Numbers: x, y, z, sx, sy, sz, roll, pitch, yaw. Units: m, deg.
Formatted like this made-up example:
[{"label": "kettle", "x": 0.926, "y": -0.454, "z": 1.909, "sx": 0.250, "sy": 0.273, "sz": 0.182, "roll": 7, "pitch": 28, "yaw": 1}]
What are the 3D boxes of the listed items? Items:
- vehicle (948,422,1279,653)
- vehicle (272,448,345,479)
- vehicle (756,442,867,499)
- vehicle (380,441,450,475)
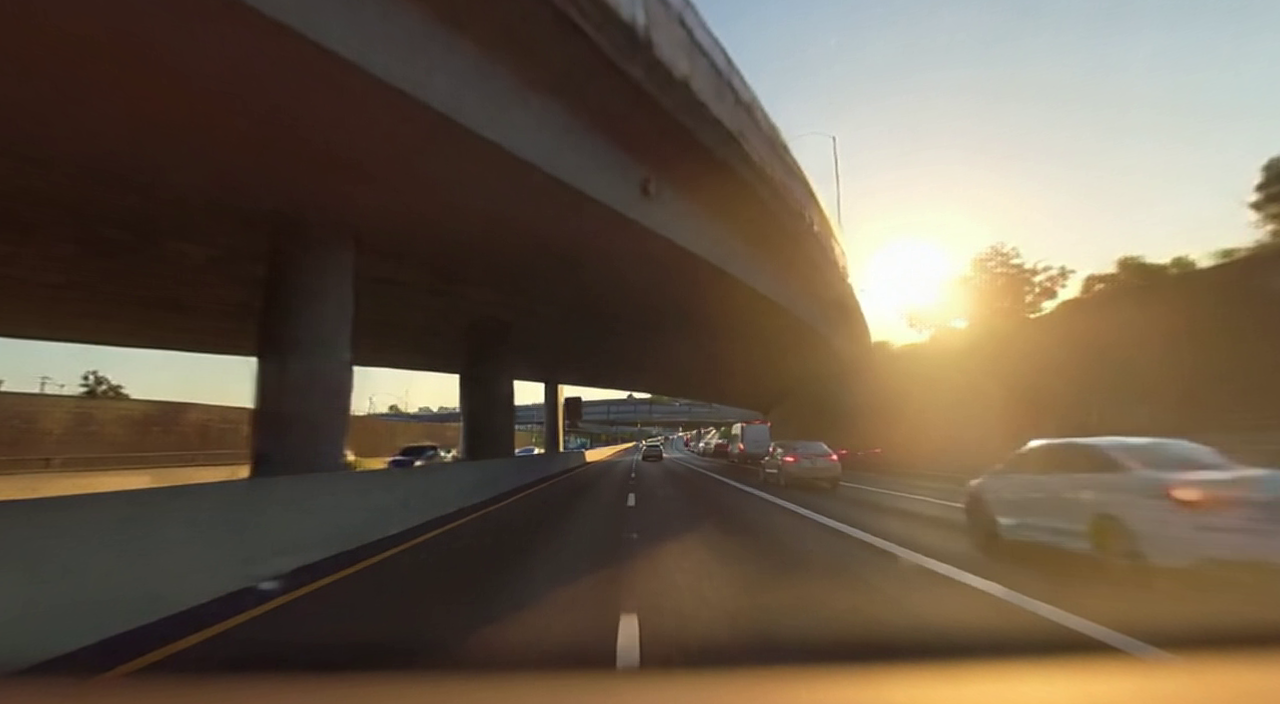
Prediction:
[{"label": "vehicle", "x": 5.129, "y": 1.465, "z": 5.866, "sx": 1.959, "sy": 1.483, "sz": 5.135, "roll": 0, "pitch": -8, "yaw": 0}, {"label": "vehicle", "x": -19.667, "y": 6.603, "z": 37.738, "sx": 1.910, "sy": 1.711, "sz": 4.436, "roll": 0, "pitch": -8, "yaw": 1}, {"label": "vehicle", "x": 4.882, "y": 3.414, "z": 18.676, "sx": 1.987, "sy": 1.448, "sz": 4.356, "roll": 0, "pitch": -8, "yaw": -1}, {"label": "vehicle", "x": -11.903, "y": 5.630, "z": 33.751, "sx": 2.048, "sy": 1.690, "sz": 4.515, "roll": 0, "pitch": -8, "yaw": 1}]
